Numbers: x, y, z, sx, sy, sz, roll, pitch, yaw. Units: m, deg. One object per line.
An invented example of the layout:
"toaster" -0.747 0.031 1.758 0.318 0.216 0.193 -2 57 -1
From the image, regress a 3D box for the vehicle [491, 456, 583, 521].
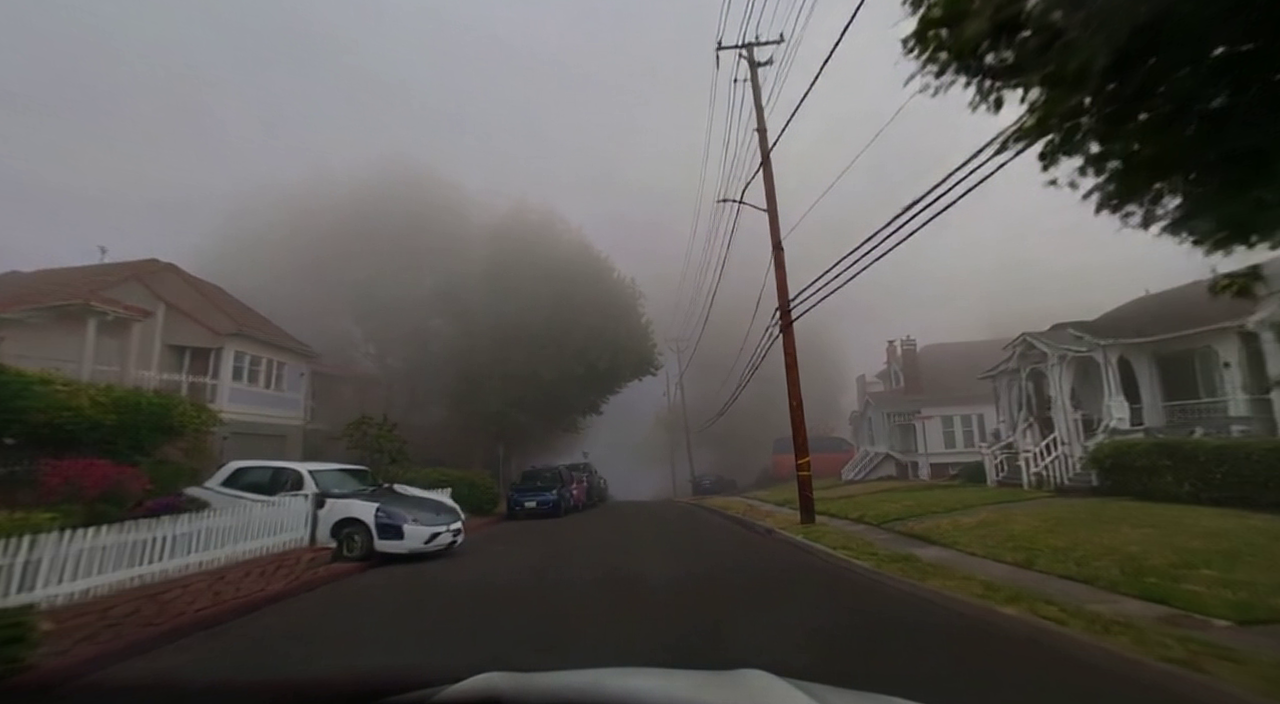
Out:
"vehicle" -2.817 3.865 18.418 2.081 1.589 4.691 0 -9 -2

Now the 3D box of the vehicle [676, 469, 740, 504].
"vehicle" 3.517 6.858 32.413 3.005 1.535 4.025 -1 -9 7

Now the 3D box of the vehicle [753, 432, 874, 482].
"vehicle" 6.878 4.181 25.353 4.249 1.905 1.904 1 -8 -2

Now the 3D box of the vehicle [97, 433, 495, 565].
"vehicle" -4.805 2.240 9.644 4.537 1.595 2.471 2 -14 -1
